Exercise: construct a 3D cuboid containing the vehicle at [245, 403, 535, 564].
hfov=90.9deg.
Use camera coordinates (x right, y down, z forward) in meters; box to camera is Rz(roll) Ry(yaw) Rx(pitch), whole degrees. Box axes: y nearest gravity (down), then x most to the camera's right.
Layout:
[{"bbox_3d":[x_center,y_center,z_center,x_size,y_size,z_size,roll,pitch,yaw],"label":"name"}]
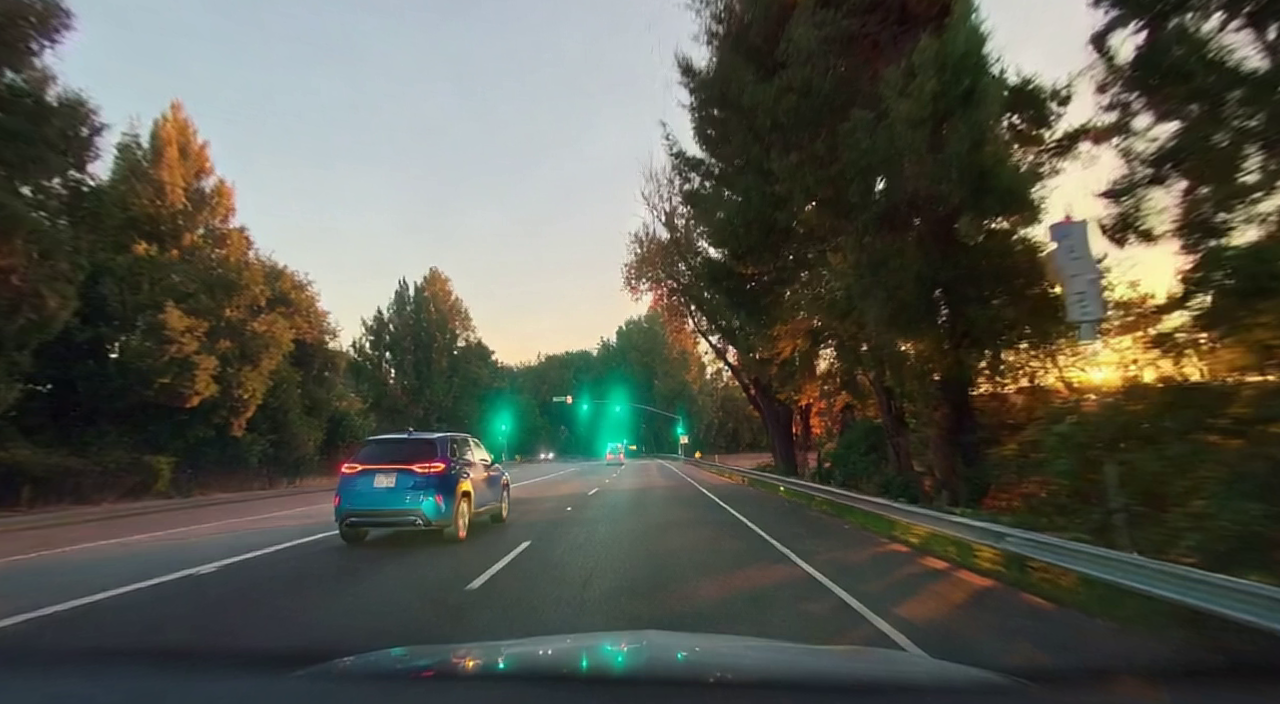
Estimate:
[{"bbox_3d":[-3.376,1.912,9.974,2.336,1.857,4.986,-1,-8,3],"label":"vehicle"}]
